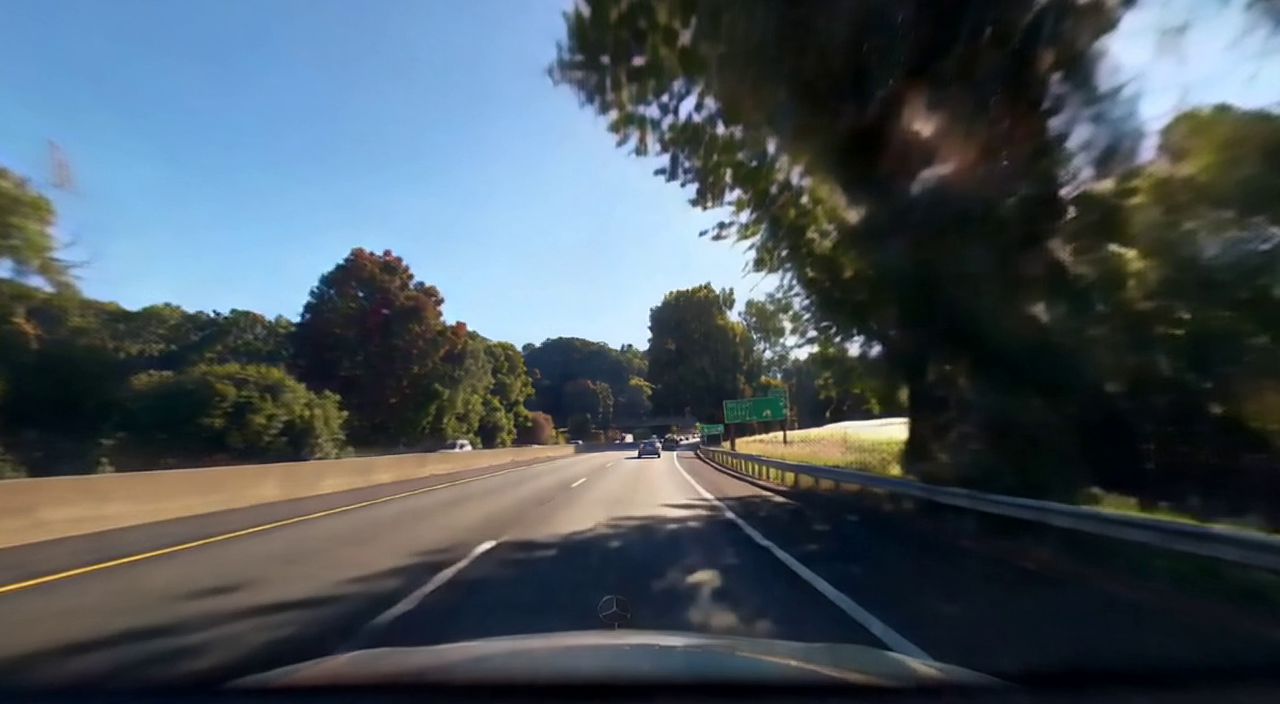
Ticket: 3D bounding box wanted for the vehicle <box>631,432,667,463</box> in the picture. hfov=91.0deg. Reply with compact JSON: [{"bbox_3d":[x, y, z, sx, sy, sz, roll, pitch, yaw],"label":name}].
[{"bbox_3d":[0.598,6.177,40.745,2.188,1.825,4.282,-1,-8,2],"label":"vehicle"}]
